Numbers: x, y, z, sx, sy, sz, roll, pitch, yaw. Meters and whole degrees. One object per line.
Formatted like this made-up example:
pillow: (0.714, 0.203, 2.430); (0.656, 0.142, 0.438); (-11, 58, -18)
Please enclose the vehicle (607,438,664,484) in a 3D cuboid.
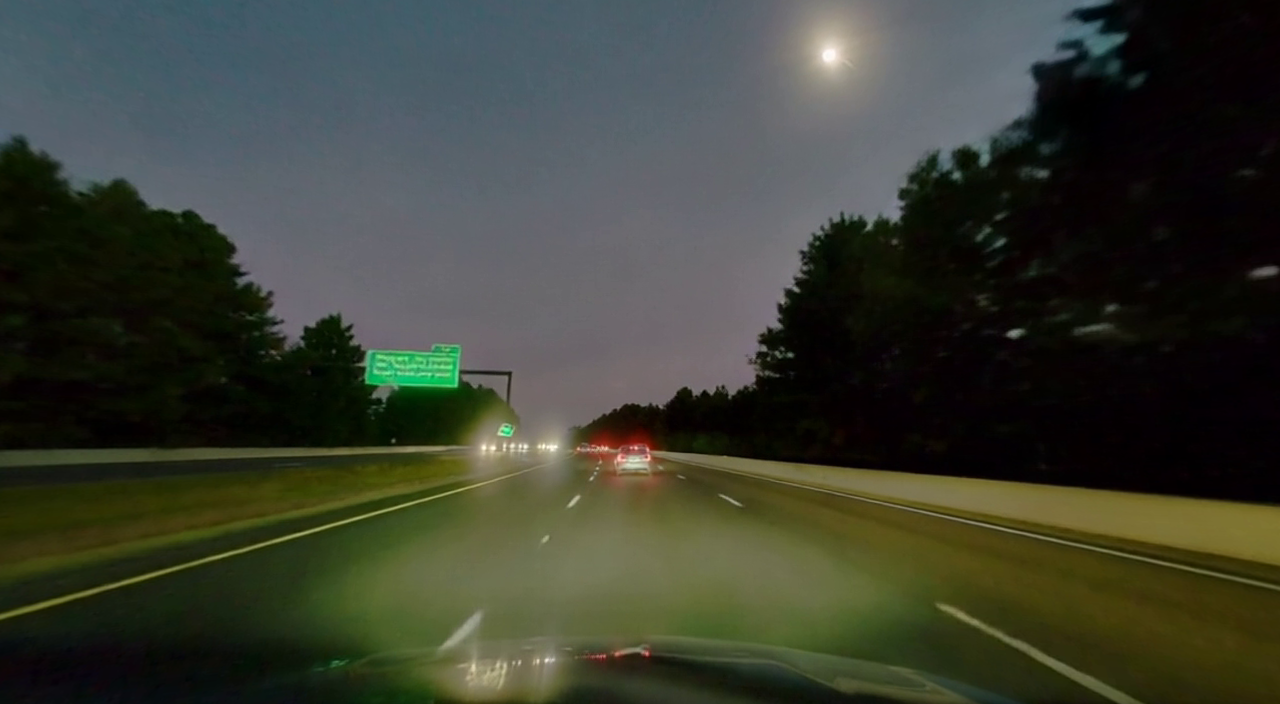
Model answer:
vehicle: (-0.262, 4.138, 24.159); (2.011, 1.590, 3.607); (0, -8, -3)
